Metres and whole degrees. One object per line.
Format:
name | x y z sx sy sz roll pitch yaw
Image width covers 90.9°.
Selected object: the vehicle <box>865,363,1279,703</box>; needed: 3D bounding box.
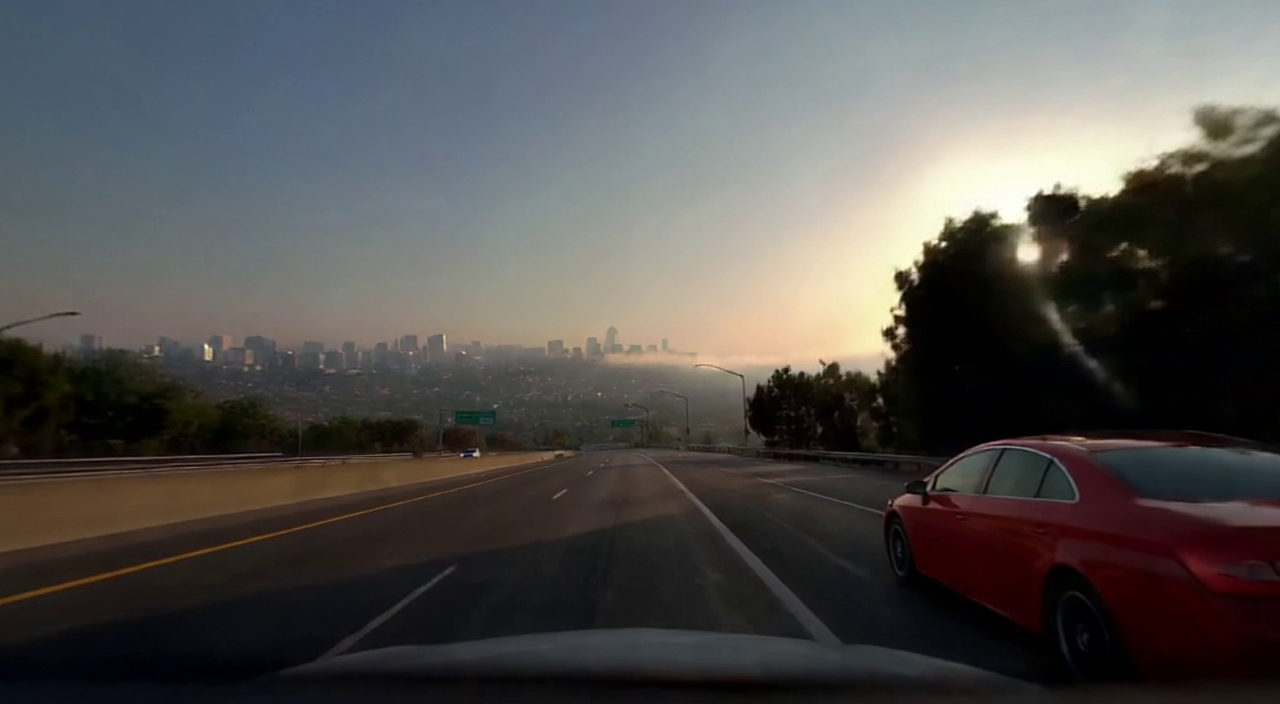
vehicle | 3.411 1.115 4.202 2.104 1.575 4.698 0 -8 0
